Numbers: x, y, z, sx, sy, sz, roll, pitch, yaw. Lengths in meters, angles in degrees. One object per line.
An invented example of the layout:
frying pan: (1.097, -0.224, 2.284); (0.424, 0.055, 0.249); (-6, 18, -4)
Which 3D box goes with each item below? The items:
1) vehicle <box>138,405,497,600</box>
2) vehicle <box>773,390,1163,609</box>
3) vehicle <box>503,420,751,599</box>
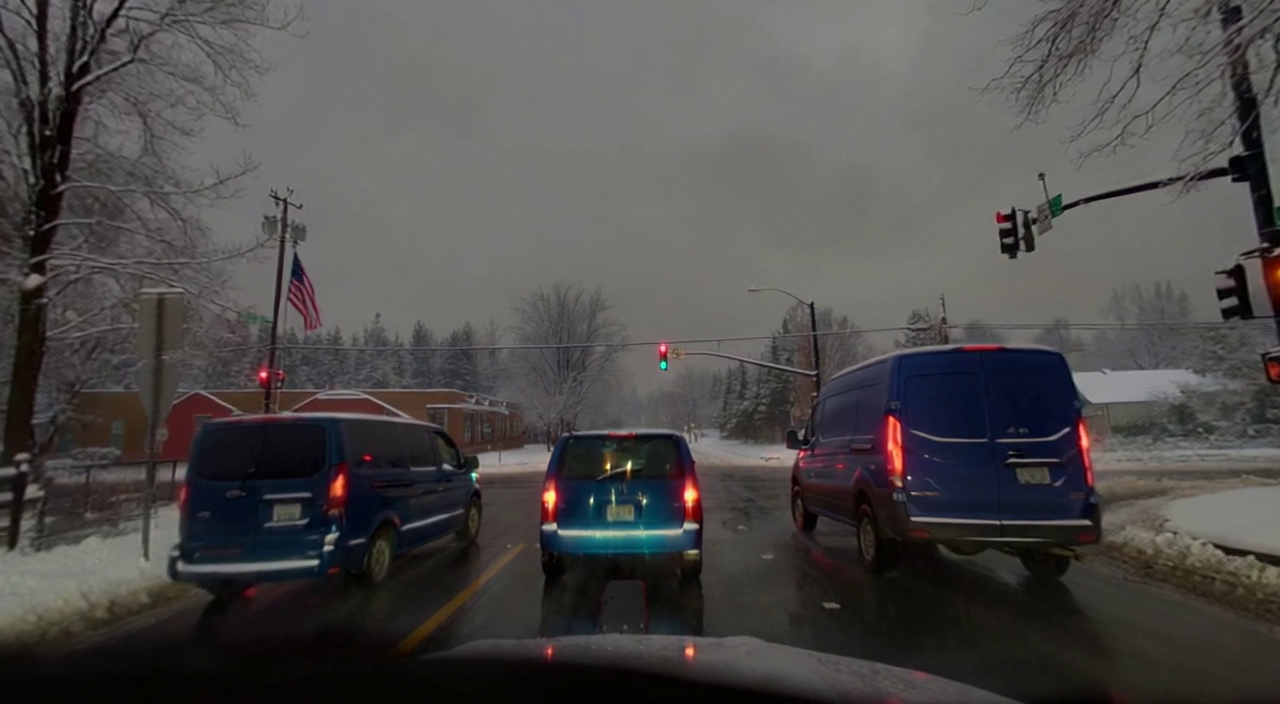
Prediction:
vehicle: (-3.291, 1.610, 7.569); (2.024, 1.677, 3.998); (-1, -9, 3)
vehicle: (3.095, 1.512, 7.326); (2.178, 1.746, 4.400); (0, -9, 1)
vehicle: (-0.146, 1.644, 7.470); (2.098, 1.494, 4.118); (0, -9, -1)
